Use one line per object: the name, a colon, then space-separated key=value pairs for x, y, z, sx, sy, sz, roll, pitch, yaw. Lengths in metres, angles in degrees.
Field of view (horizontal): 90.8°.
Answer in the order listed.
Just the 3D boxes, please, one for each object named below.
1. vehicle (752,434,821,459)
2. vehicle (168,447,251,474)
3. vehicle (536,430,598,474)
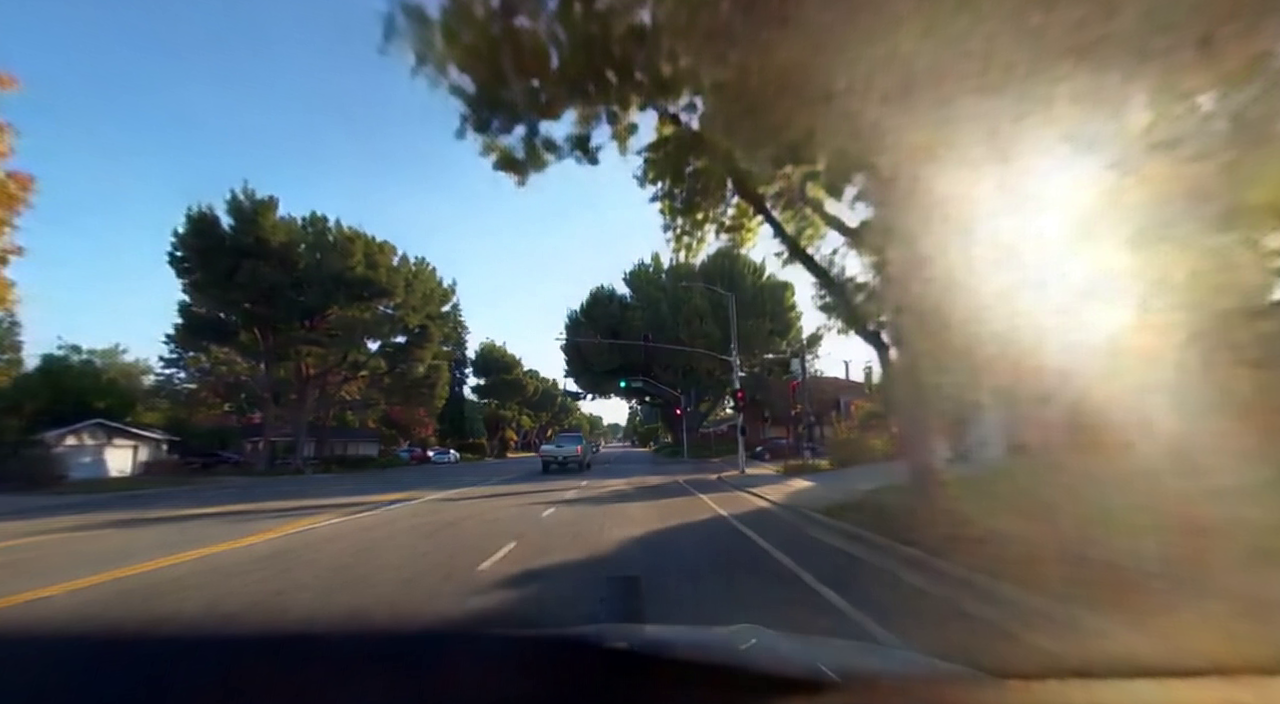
vehicle: x=10.627 y=6.894 z=46.141 sx=4.500 sy=1.761 sz=1.975 roll=0 pitch=-9 yaw=1
vehicle: x=-28.920 y=7.317 z=42.582 sx=4.092 sy=1.624 sz=1.965 roll=0 pitch=-11 yaw=-12
vehicle: x=-3.613 y=5.156 z=32.699 sx=2.508 sy=2.001 sz=5.880 roll=0 pitch=-9 yaw=0
